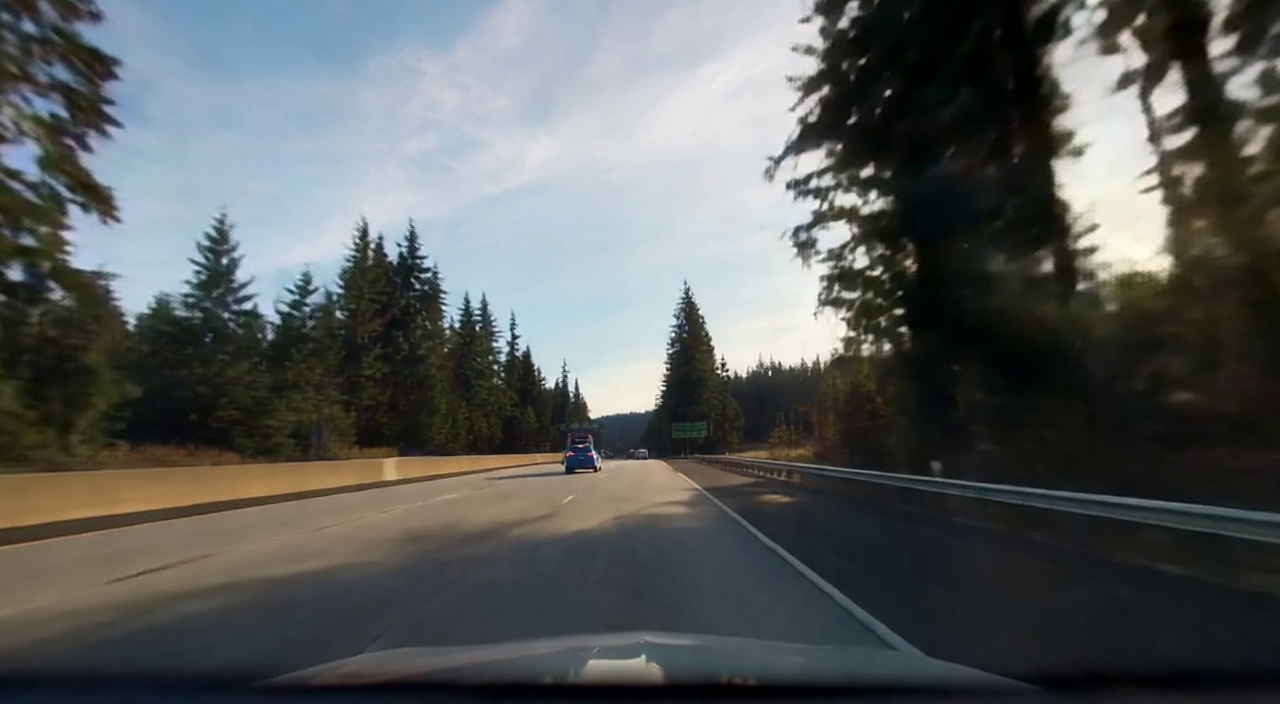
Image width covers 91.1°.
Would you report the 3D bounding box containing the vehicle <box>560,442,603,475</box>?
[{"bbox_3d":[-3.341,6.181,36.713,2.084,1.752,4.479,0,-8,1],"label":"vehicle"}]
